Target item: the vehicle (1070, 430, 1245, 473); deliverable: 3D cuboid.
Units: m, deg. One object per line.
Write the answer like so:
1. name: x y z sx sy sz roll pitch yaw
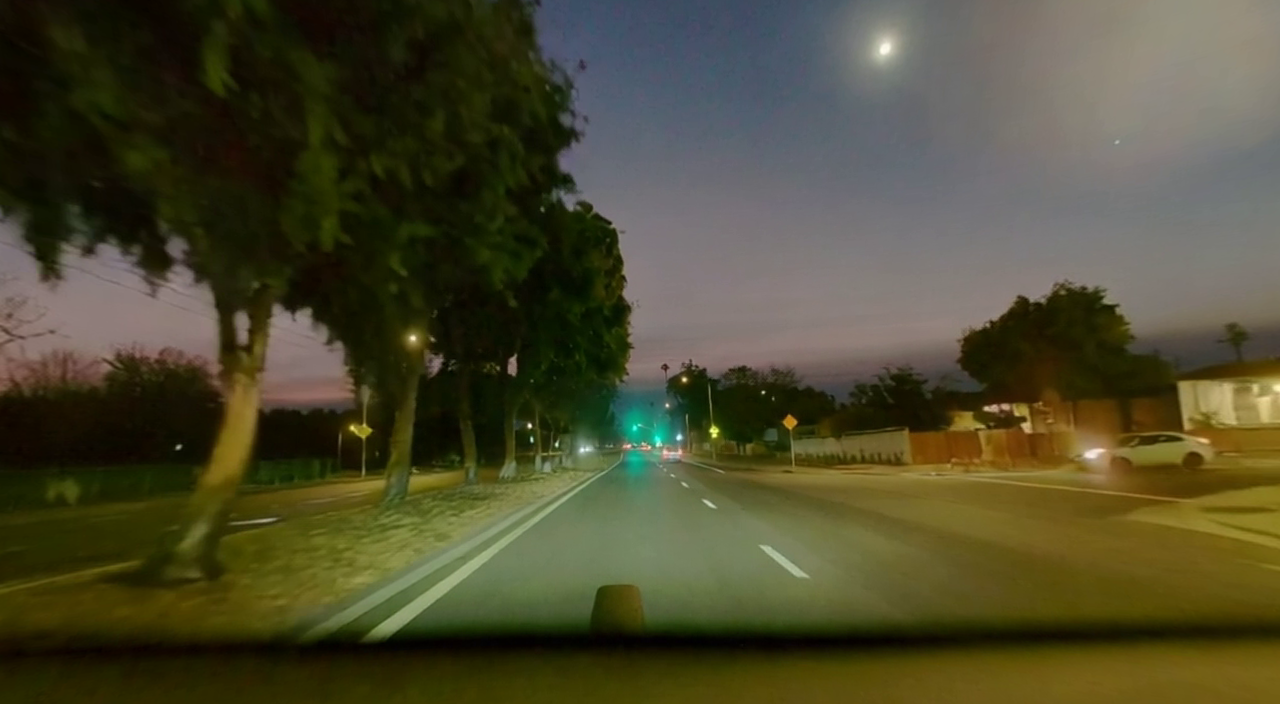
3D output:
1. vehicle: 18.890 3.655 23.239 4.536 1.453 2.128 0 -8 -1
